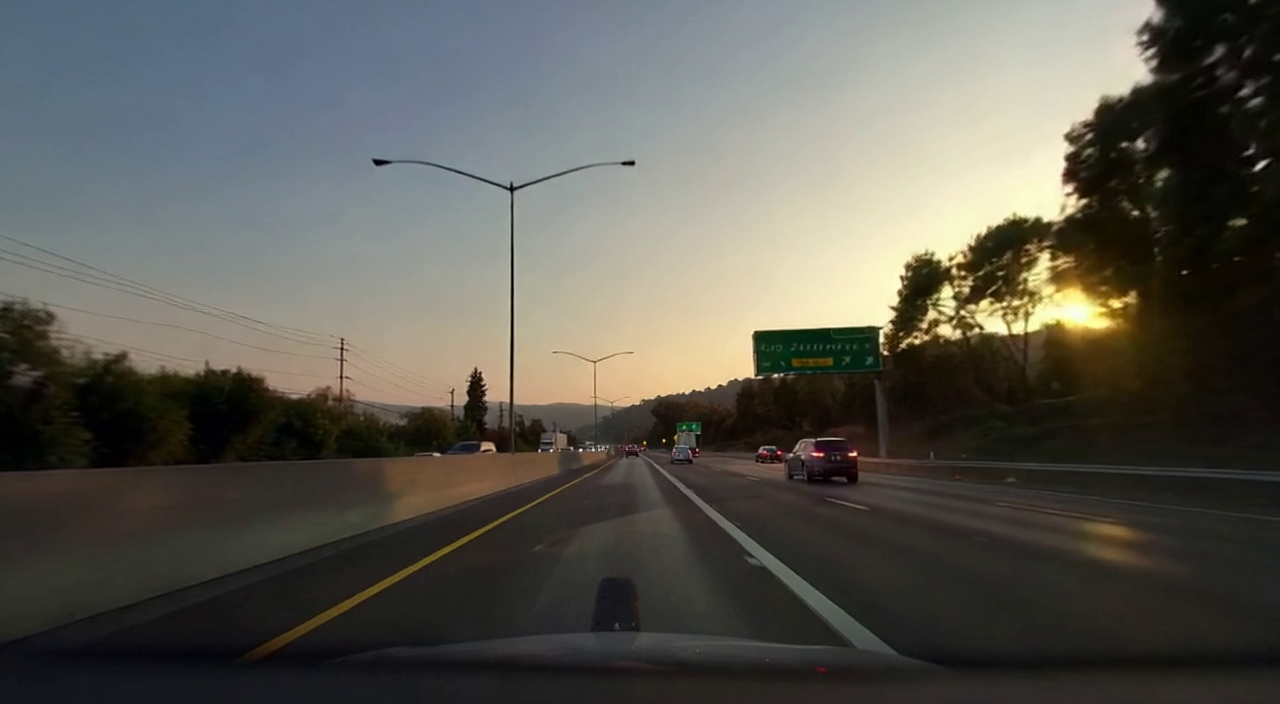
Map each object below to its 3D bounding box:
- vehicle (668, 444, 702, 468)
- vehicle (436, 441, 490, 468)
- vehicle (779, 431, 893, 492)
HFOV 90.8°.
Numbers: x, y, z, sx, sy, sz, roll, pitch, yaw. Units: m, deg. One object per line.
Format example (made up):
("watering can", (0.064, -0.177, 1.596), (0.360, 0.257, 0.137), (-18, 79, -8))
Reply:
("vehicle", (3.160, 7.420, 45.150), (2.018, 1.600, 4.121), (0, -9, -2))
("vehicle", (-12.161, 7.102, 43.766), (2.180, 1.736, 5.401), (0, -9, 0))
("vehicle", (6.717, 3.835, 22.463), (2.244, 1.858, 5.414), (0, -9, -1))
